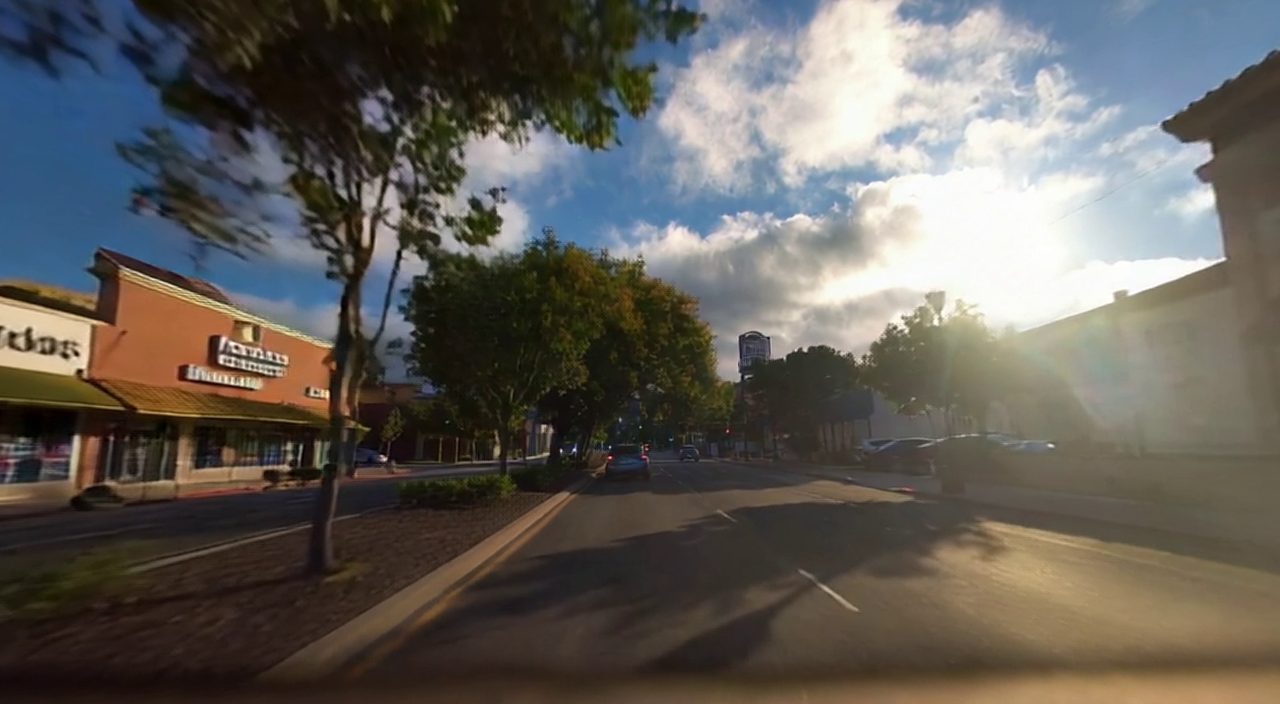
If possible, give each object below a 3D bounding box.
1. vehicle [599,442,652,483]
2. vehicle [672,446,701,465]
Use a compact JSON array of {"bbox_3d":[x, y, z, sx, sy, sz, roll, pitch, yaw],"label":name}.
[{"bbox_3d":[-0.543,4.421,25.532,2.006,1.487,3.535,0,-9,0],"label":"vehicle"},{"bbox_3d":[3.649,8.168,49.989,1.910,1.474,4.003,0,-9,-1],"label":"vehicle"}]
